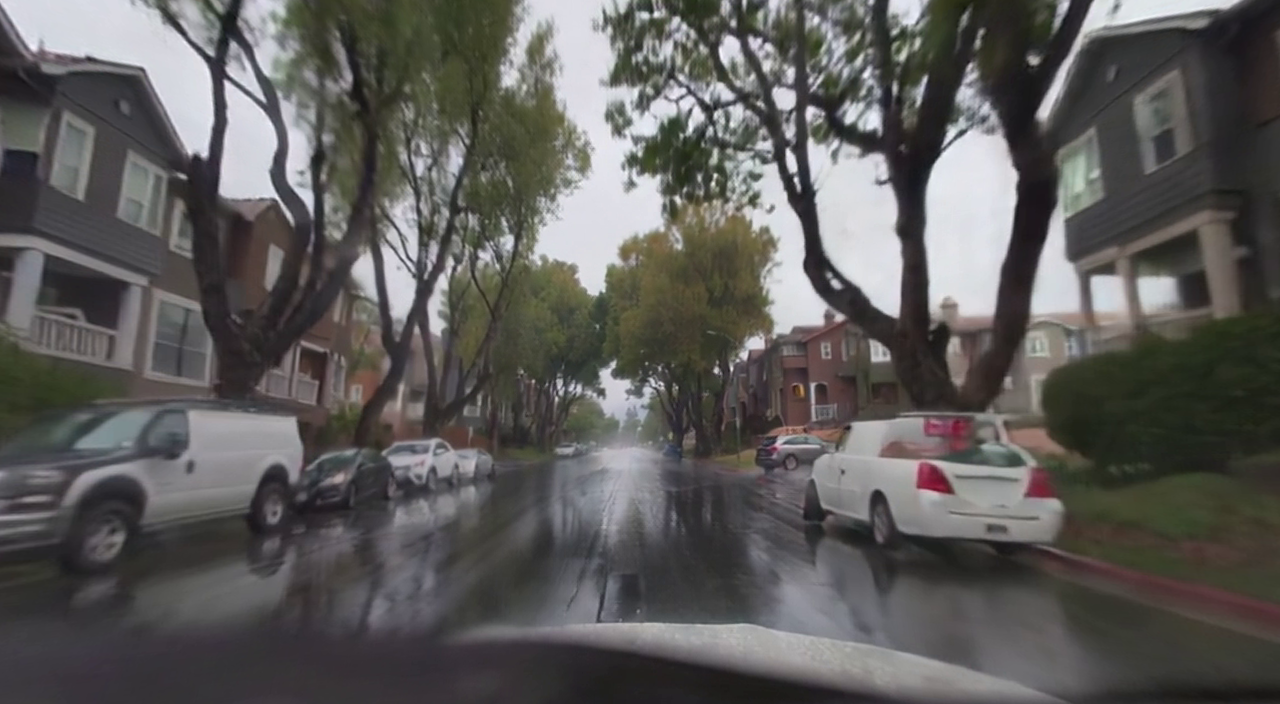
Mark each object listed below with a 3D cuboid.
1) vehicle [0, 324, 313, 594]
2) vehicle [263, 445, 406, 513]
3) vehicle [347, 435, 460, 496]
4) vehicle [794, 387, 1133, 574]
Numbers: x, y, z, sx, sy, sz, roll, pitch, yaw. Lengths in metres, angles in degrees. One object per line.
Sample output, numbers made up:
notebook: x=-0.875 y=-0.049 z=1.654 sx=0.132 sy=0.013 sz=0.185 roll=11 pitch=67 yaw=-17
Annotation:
vehicle: x=-7.421 y=1.512 z=9.131 sx=2.341 sy=2.674 sz=5.753 roll=0 pitch=-10 yaw=-2
vehicle: x=-7.529 y=3.118 z=15.963 sx=1.845 sy=1.510 sz=3.729 roll=0 pitch=-8 yaw=-3
vehicle: x=-7.713 y=3.756 z=21.036 sx=2.136 sy=1.758 sz=4.297 roll=-2 pitch=-9 yaw=-1
vehicle: x=4.024 y=1.724 z=9.183 sx=2.216 sy=1.955 sz=4.970 roll=0 pitch=-9 yaw=-1
